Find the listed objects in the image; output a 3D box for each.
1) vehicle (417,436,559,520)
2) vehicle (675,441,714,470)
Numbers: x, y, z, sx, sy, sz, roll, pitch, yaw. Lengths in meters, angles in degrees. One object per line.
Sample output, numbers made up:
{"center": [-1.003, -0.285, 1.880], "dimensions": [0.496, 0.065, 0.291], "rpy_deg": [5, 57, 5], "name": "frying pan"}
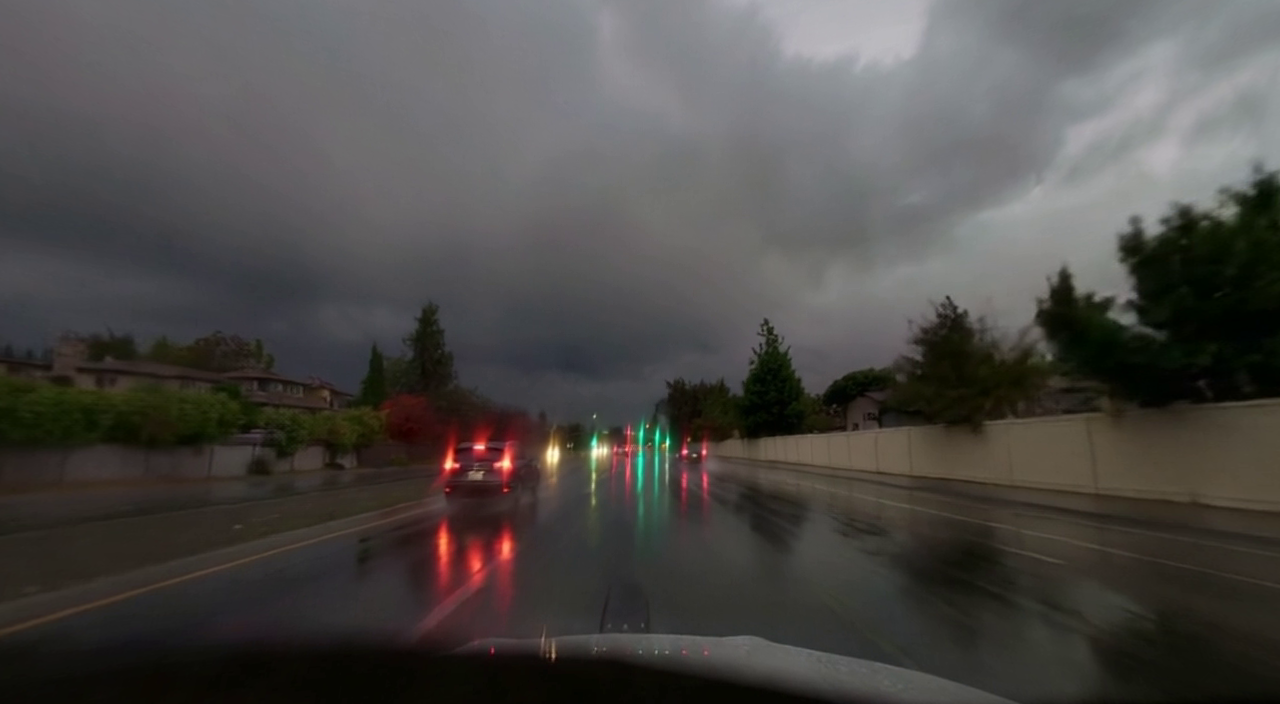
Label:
{"center": [-3.078, 2.653, 13.795], "dimensions": [1.966, 1.524, 4.410], "rpy_deg": [0, -9, 0], "name": "vehicle"}
{"center": [3.574, 6.874, 41.877], "dimensions": [2.114, 1.780, 4.445], "rpy_deg": [0, -9, -1], "name": "vehicle"}
